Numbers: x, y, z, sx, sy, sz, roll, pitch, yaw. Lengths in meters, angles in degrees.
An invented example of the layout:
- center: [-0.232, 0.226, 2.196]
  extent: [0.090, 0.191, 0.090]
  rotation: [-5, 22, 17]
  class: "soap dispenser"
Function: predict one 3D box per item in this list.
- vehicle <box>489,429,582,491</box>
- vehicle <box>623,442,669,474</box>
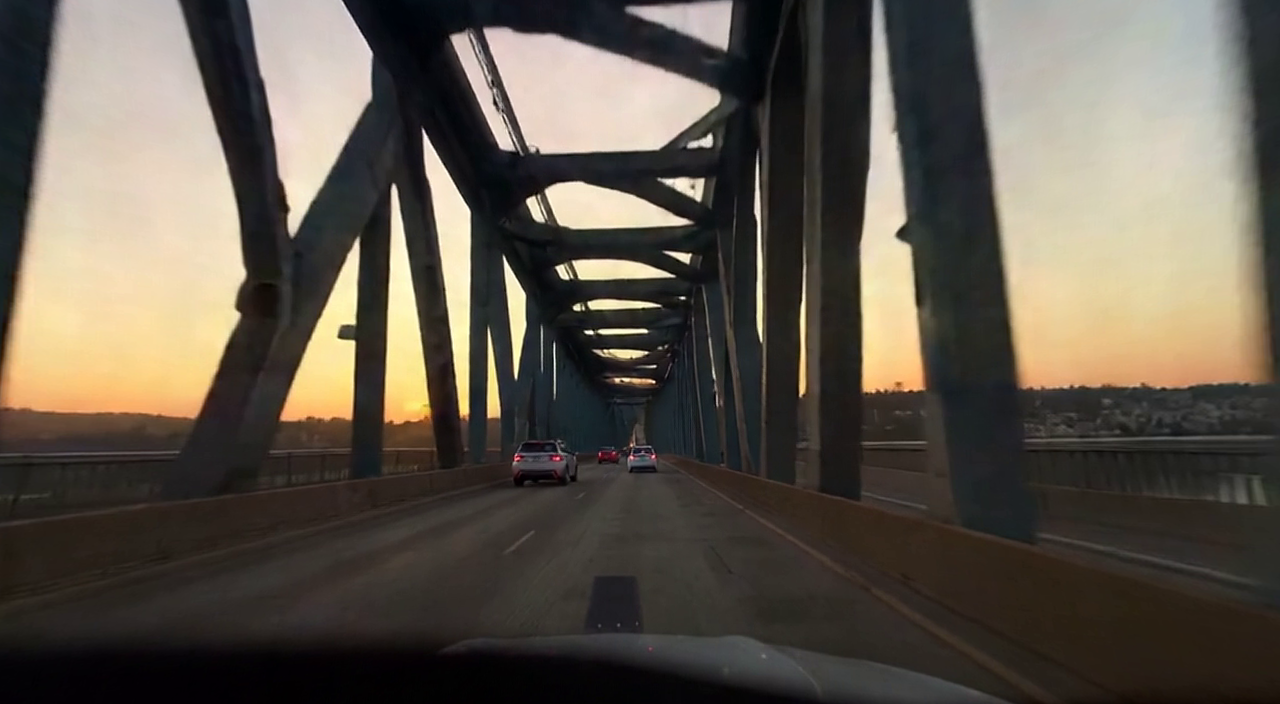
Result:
- center: [-3.324, 3.565, 21.097]
  extent: [2.190, 1.807, 4.741]
  rotation: [0, -9, 1]
  class: "vehicle"
- center: [0.285, 5.106, 30.605]
  extent: [2.048, 1.450, 3.973]
  rotation: [0, -8, 0]
  class: "vehicle"
